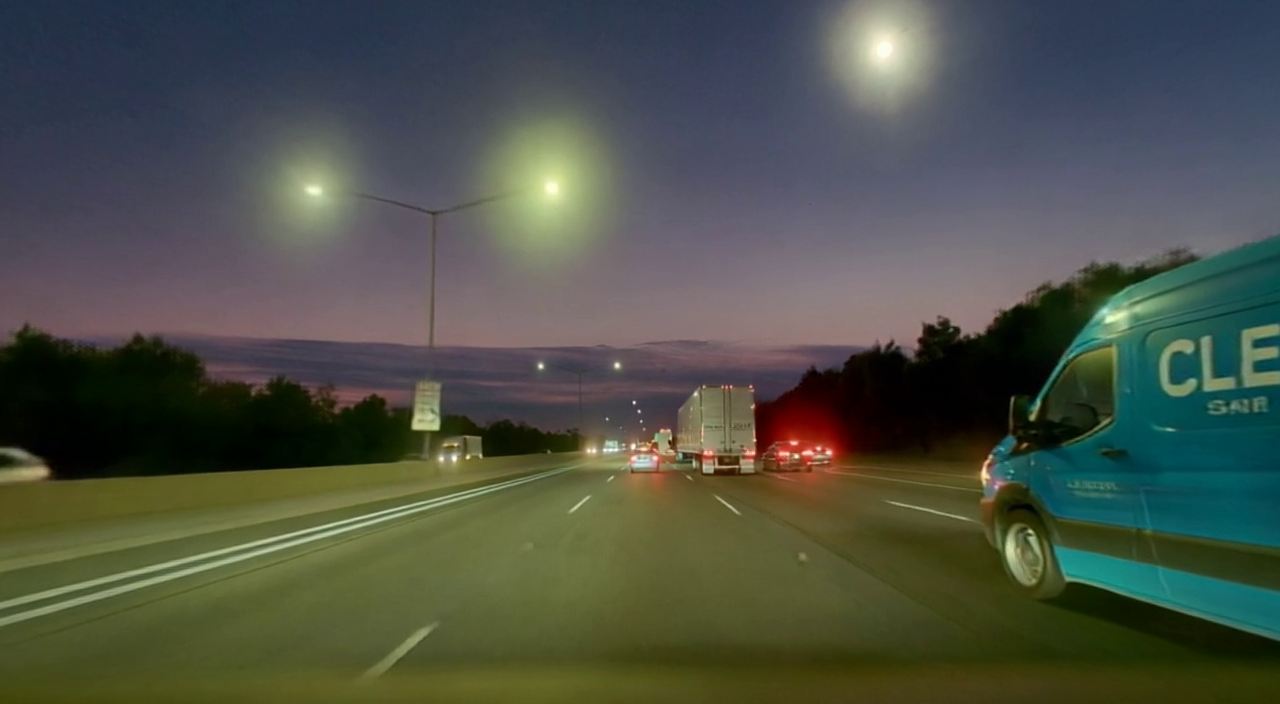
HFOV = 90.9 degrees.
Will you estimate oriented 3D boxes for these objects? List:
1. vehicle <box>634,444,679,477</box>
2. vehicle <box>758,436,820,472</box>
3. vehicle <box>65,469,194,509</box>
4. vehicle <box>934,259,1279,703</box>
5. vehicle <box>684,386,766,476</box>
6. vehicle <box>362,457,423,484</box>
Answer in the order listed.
[{"bbox_3d":[0.741,5.295,31.012,2.063,1.469,4.208,0,-9,0],"label":"vehicle"},{"bbox_3d":[7.830,5.417,33.645,2.144,1.769,4.540,0,-9,-1],"label":"vehicle"},{"bbox_3d":[-22.548,6.039,28.150,1.814,1.475,4.698,0,-9,-1],"label":"vehicle"},{"bbox_3d":[3.780,0.630,2.439,2.441,2.017,5.739,0,-9,-1],"label":"vehicle"},{"bbox_3d":[4.307,4.539,35.015,2.821,4.077,12.562,0,-9,0],"label":"vehicle"},{"bbox_3d":[-15.386,7.381,39.529,1.865,1.500,4.707,-1,-9,1],"label":"vehicle"}]
